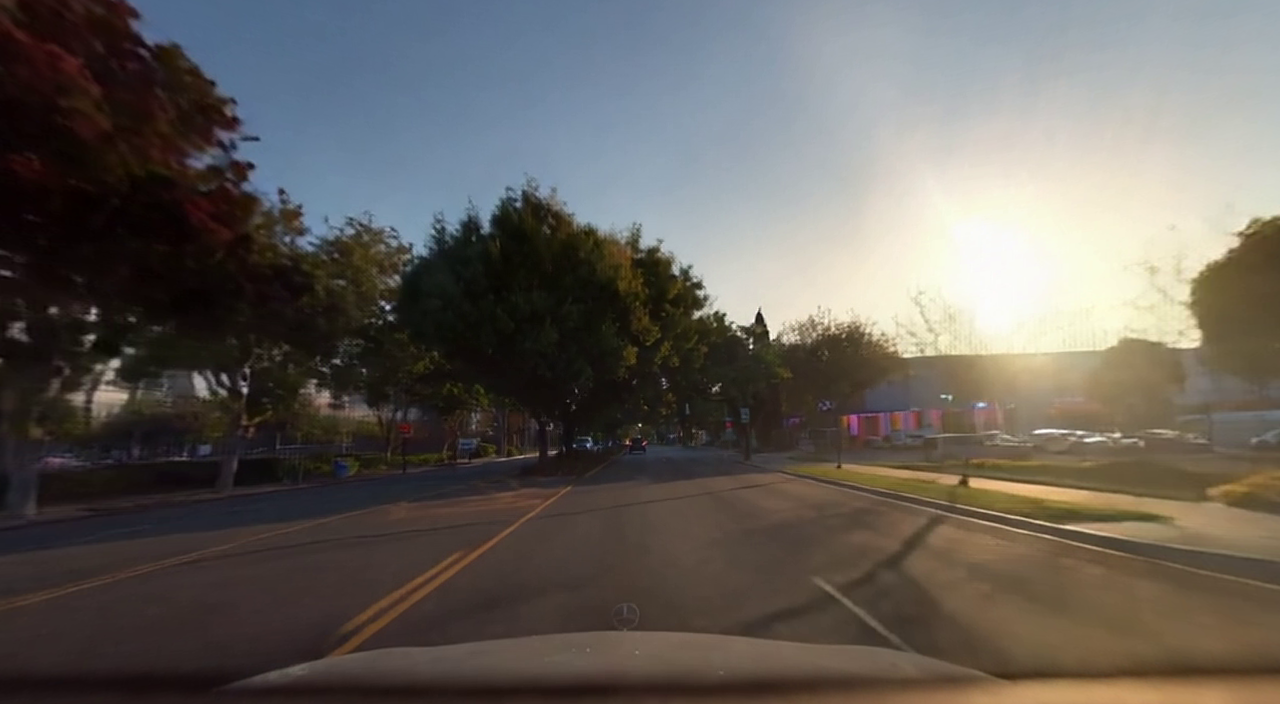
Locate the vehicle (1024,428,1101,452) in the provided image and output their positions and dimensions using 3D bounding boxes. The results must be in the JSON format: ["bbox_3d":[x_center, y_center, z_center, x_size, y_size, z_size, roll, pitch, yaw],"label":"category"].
[{"bbox_3d":[31.533,6.591,47.414,2.015,1.681,5.292,0,-8,-2],"label":"vehicle"}]

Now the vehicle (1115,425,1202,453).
[{"bbox_3d":[34.342,5.817,42.045,1.843,1.774,4.626,0,-8,0],"label":"vehicle"}]

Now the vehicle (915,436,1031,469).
[{"bbox_3d":[16.767,5.075,31.968,4.665,1.570,2.080,0,-8,0],"label":"vehicle"}]
